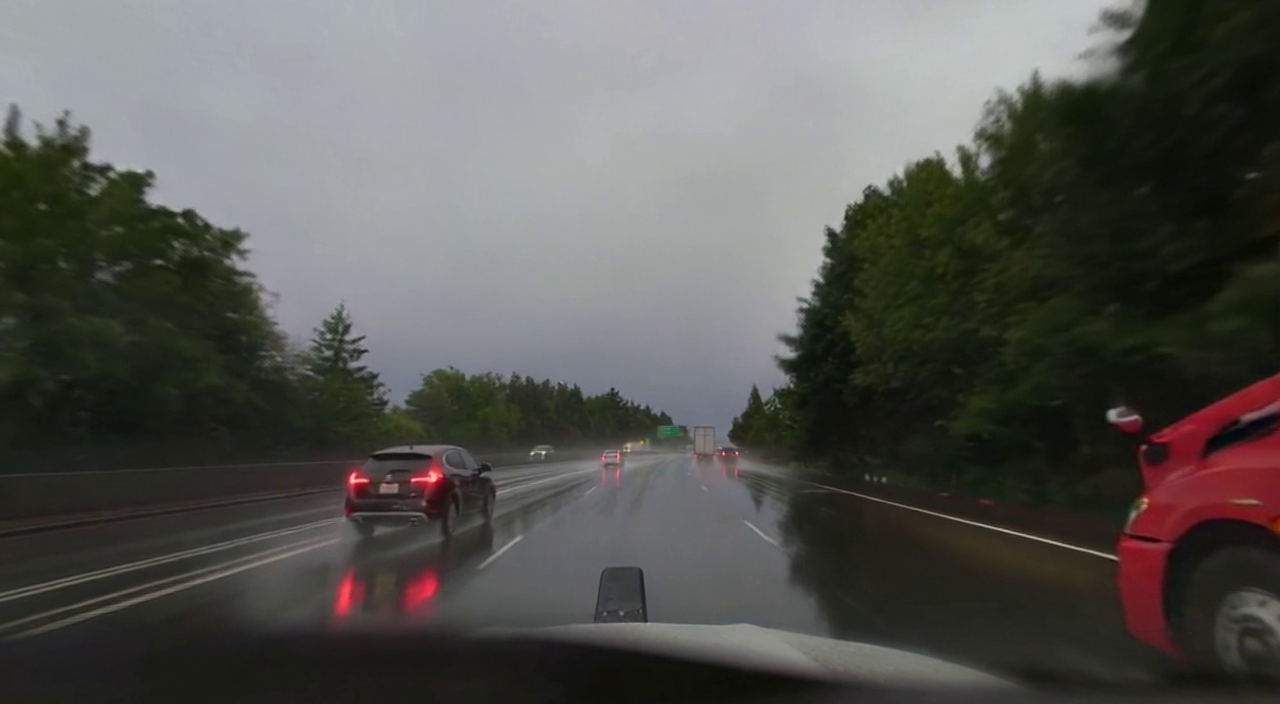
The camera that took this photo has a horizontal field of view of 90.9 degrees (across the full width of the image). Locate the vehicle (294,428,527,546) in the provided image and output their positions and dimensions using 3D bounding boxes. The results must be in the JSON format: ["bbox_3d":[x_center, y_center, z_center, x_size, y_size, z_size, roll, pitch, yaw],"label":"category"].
[{"bbox_3d":[-3.434,2.144,10.687,2.085,1.530,4.809,0,-9,1],"label":"vehicle"}]

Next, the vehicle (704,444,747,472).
[{"bbox_3d":[5.190,6.490,38.705,2.176,1.598,3.878,0,-9,1],"label":"vehicle"}]

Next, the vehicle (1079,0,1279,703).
[{"bbox_3d":[4.446,-0.316,1.098,2.976,3.886,5.835,0,-9,1],"label":"vehicle"}]

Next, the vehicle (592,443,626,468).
[{"bbox_3d":[-2.169,7.425,45.140,2.017,1.683,4.309,0,-9,3],"label":"vehicle"}]
